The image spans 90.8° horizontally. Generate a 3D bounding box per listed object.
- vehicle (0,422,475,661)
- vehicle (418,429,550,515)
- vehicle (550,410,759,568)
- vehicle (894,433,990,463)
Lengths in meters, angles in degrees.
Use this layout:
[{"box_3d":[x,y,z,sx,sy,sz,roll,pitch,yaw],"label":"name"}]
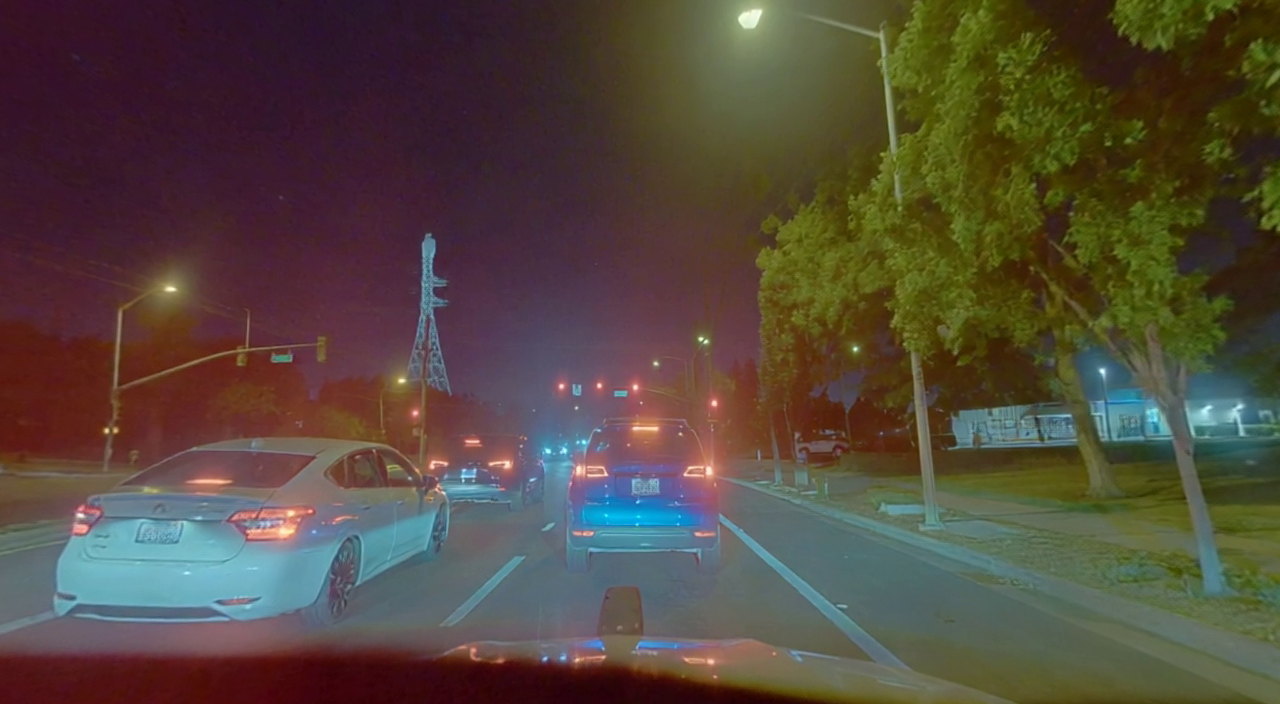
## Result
[{"box_3d":[-3.171,1.517,6.255,1.973,1.469,4.448,0,-8,-1],"label":"vehicle"},{"box_3d":[-3.265,2.579,14.038,1.997,1.636,3.760,0,-8,-1],"label":"vehicle"},{"box_3d":[0.087,1.775,8.943,2.239,1.661,4.224,0,-8,-2],"label":"vehicle"},{"box_3d":[15.098,4.809,31.718,3.858,1.437,1.899,0,-8,-4],"label":"vehicle"}]
